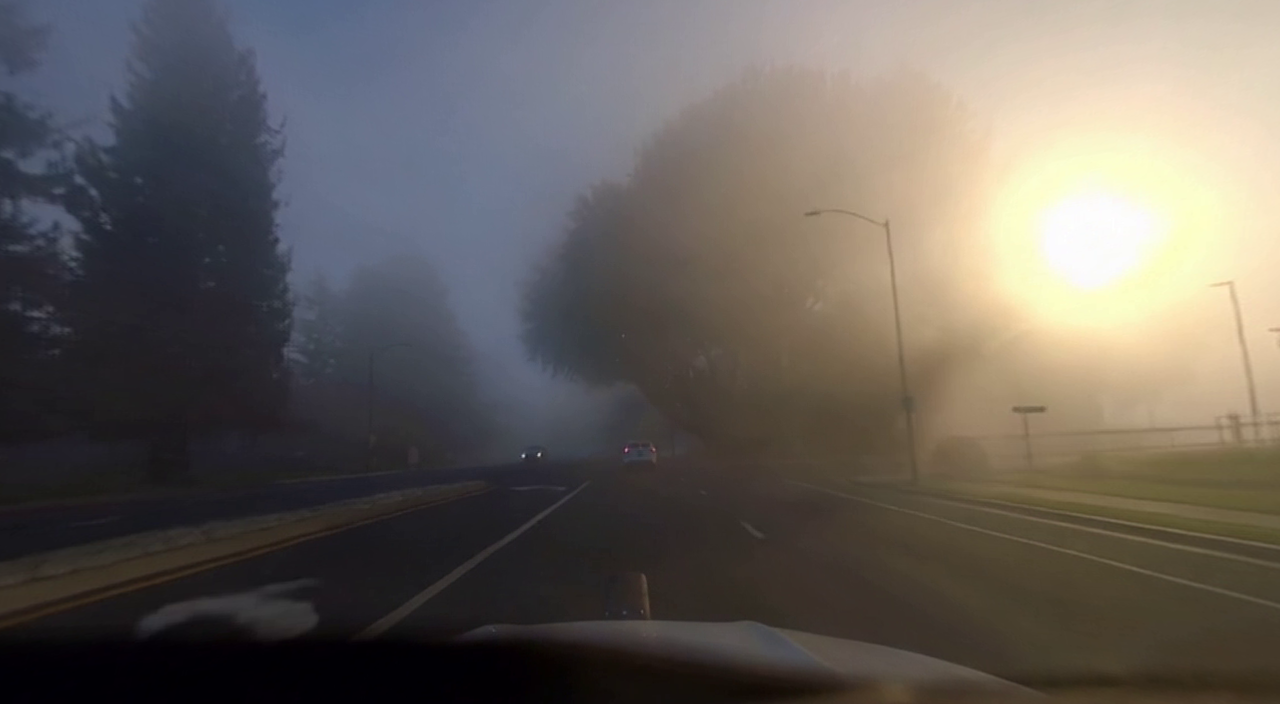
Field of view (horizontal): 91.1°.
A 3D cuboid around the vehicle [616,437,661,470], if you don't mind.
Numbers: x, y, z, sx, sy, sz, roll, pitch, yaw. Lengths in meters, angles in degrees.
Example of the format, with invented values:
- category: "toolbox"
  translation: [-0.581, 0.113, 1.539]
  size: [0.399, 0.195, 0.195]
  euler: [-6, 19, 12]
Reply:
- category: "vehicle"
  translation: [-0.161, 5.812, 36.124]
  size: [2.165, 1.783, 4.391]
  euler: [1, -9, -5]
